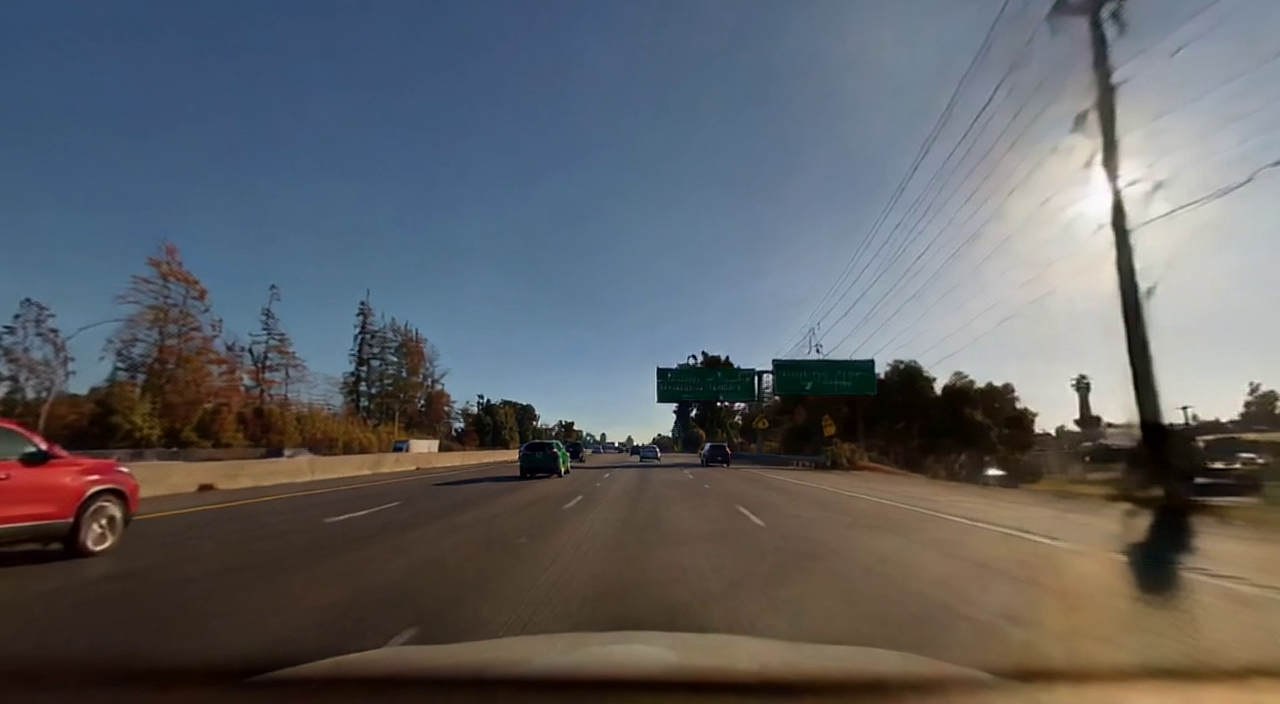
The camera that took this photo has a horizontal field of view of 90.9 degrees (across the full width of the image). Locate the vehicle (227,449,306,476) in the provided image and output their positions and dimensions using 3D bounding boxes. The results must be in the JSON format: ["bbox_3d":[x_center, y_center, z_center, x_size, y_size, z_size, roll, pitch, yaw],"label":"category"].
[{"bbox_3d":[-22.009,6.492,37.395,1.847,1.456,4.504,0,-8,2],"label":"vehicle"}]

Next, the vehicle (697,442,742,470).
[{"bbox_3d":[4.516,5.951,36.395,1.964,1.479,4.252,0,-8,-1],"label":"vehicle"}]

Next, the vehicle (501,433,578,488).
[{"bbox_3d":[-3.360,3.712,21.904,1.961,1.704,4.052,0,-8,1],"label":"vehicle"}]

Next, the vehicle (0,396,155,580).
[{"bbox_3d":[-7.433,1.269,5.684,2.162,1.805,4.853,0,-8,1],"label":"vehicle"}]
